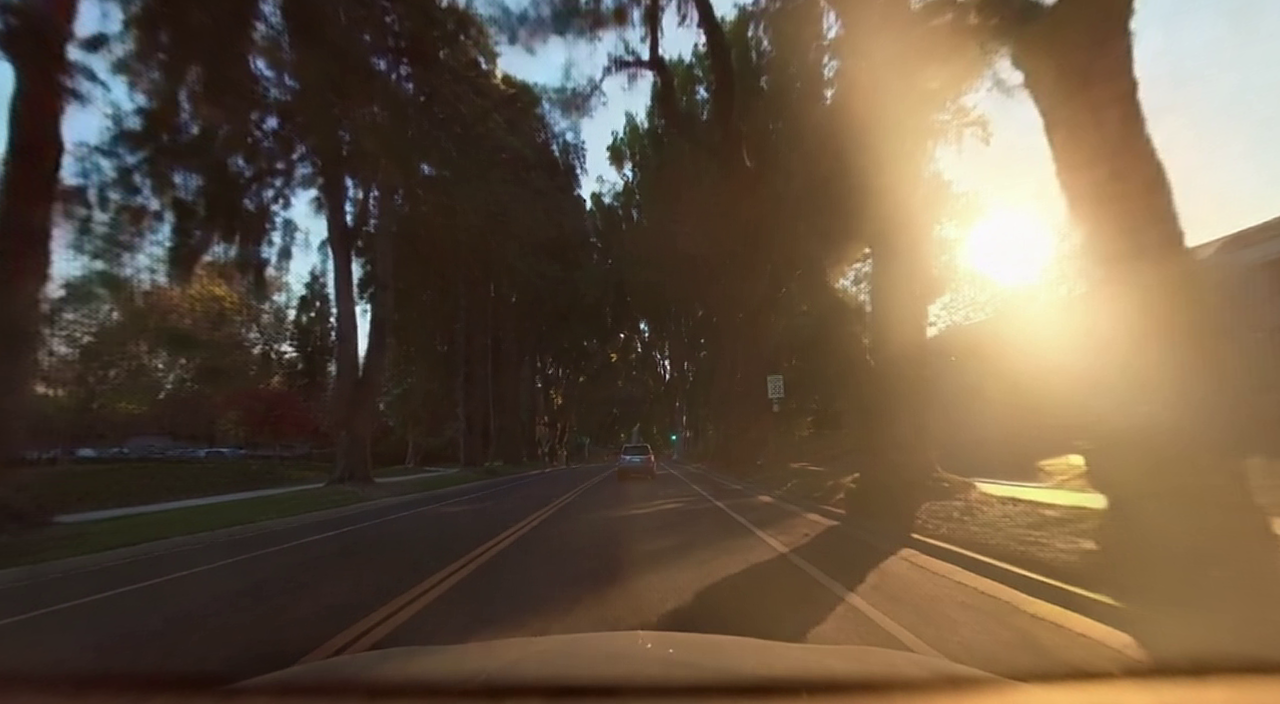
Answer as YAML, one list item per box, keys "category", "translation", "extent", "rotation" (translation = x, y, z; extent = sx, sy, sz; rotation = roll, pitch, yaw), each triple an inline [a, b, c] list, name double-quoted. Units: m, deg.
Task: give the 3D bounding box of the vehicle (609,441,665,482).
- category: "vehicle"
  translation: [-0.092, 4.578, 26.725]
  extent: [2.152, 1.574, 4.223]
  rotation: [-1, -8, 1]
